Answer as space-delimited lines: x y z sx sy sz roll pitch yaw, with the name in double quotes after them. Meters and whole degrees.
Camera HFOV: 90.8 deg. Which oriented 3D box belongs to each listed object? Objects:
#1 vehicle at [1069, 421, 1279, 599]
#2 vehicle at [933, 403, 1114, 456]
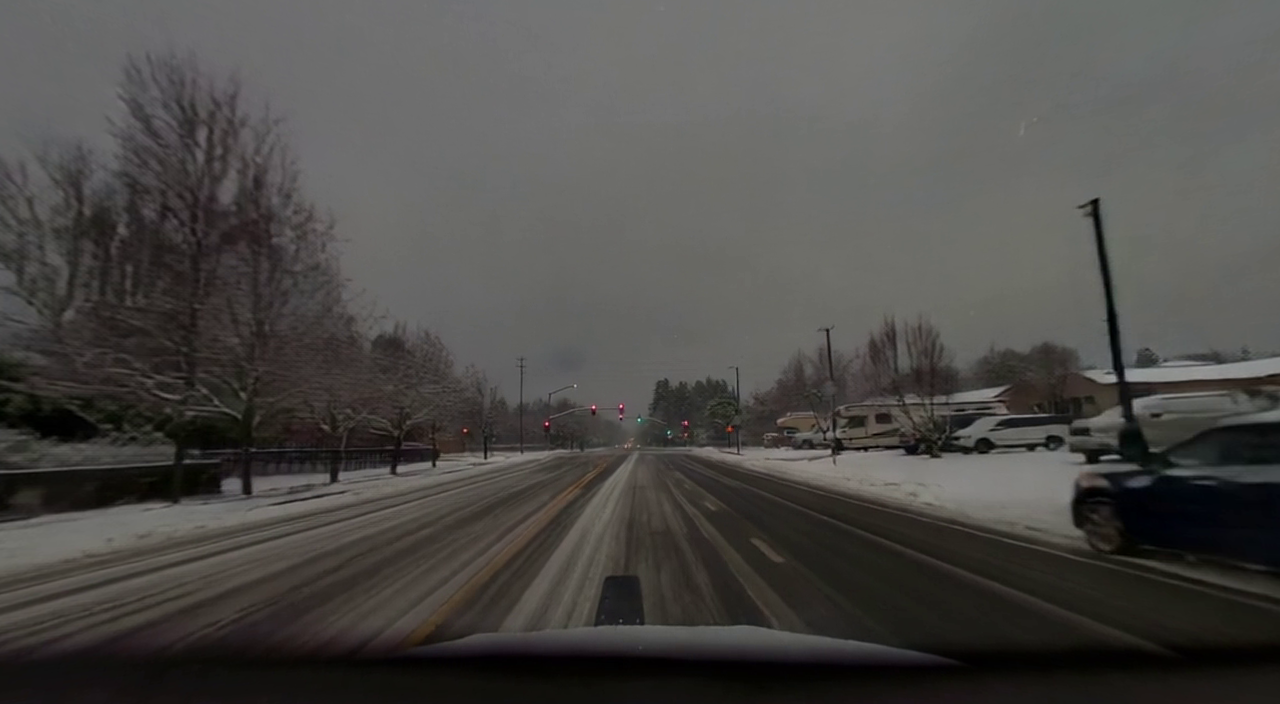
6.287 1.338 5.441 1.993 1.461 4.269 1 -9 -4 "vehicle"
15.639 3.205 26.025 5.979 2.037 2.159 0 -9 0 "vehicle"
